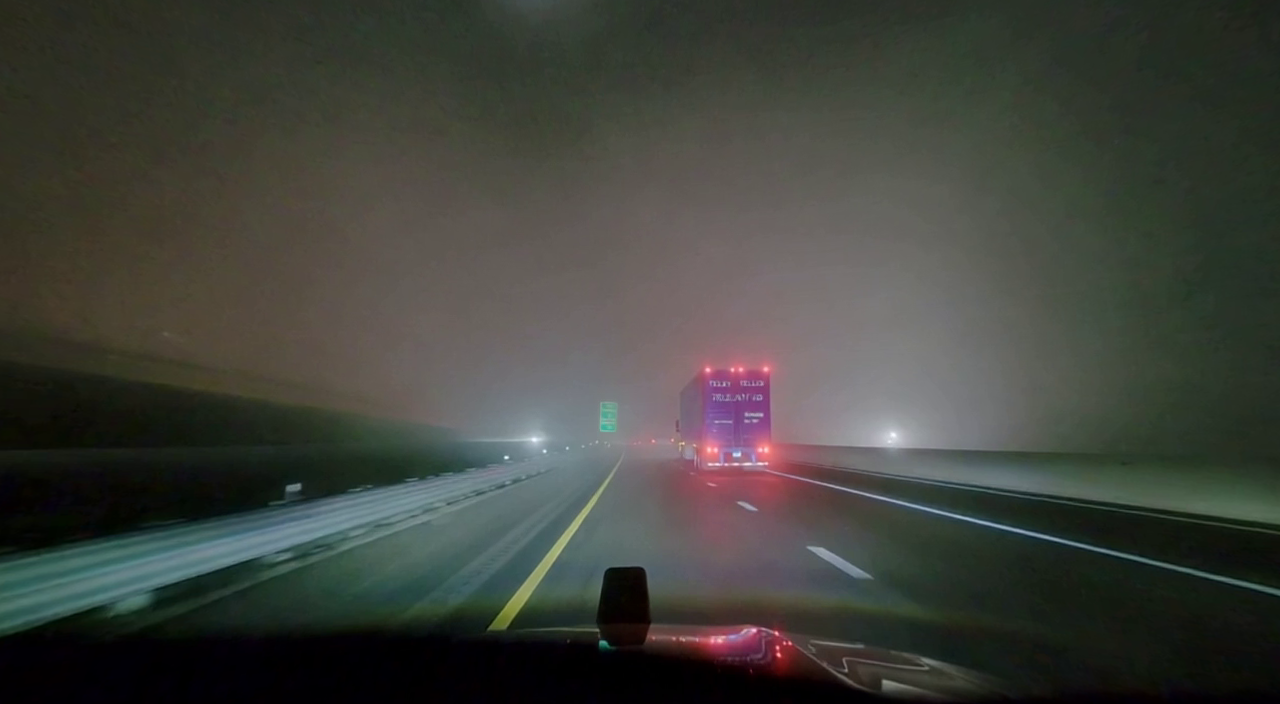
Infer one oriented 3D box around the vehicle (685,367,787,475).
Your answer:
[{"bbox_3d":[4.125,3.597,30.883,3.006,4.093,14.142,0,-8,1],"label":"vehicle"}]
